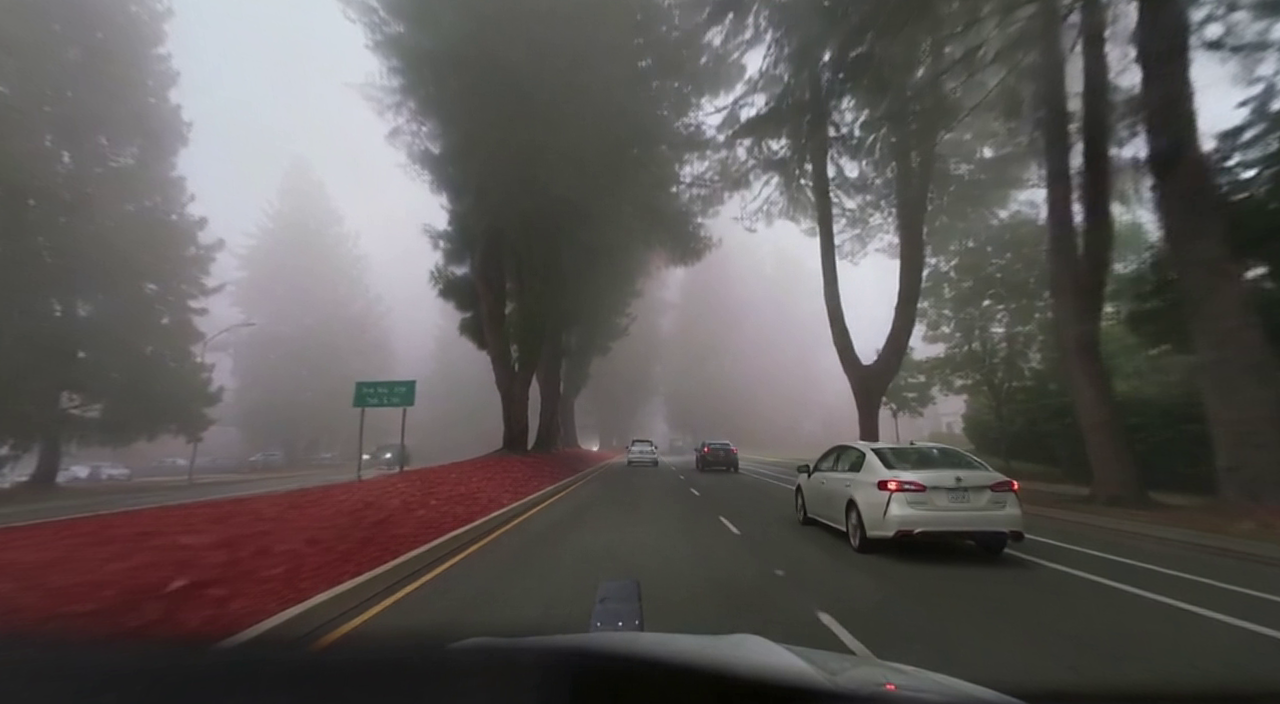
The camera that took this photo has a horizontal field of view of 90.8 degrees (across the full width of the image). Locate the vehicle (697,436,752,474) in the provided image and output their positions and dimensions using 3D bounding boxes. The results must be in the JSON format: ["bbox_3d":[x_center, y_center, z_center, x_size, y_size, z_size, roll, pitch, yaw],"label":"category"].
[{"bbox_3d":[3.979,4.937,30.487,2.074,1.652,4.340,0,-8,0],"label":"vehicle"}]

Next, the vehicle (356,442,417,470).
[{"bbox_3d":[-17.886,7.338,44.868,2.085,1.794,4.776,0,-8,3],"label":"vehicle"}]

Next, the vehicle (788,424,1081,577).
[{"bbox_3d":[3.507,1.826,8.596,1.985,1.529,4.147,0,-8,0],"label":"vehicle"}]

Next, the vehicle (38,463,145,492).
[{"bbox_3d":[-31.200,7.120,36.005,4.279,1.464,1.985,0,-8,2],"label":"vehicle"}]

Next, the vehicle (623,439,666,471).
[{"bbox_3d":[0.244,5.282,32.601,2.082,1.473,4.028,0,-8,1],"label":"vehicle"}]
